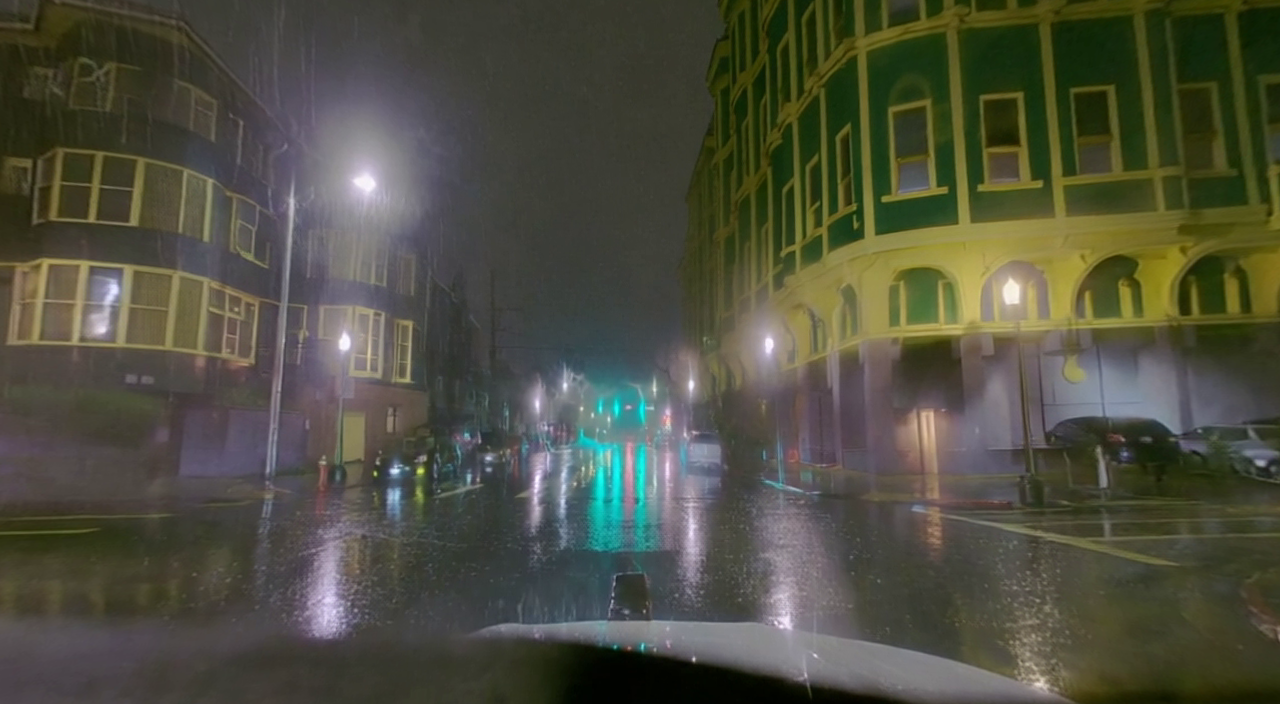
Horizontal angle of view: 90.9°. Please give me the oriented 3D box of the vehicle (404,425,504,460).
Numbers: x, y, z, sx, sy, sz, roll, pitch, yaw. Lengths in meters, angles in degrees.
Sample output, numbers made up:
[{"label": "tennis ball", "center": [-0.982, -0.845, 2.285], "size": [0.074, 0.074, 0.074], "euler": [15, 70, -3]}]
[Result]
[{"label": "vehicle", "center": [-11.441, 5.591, 38.875], "size": [5.540, 1.950, 2.113], "euler": [4, -12, -28]}]

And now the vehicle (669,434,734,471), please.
[{"label": "vehicle", "center": [2.529, 4.311, 27.153], "size": [2.290, 1.456, 4.503], "euler": [0, -8, -1]}]

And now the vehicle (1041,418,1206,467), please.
[{"label": "vehicle", "center": [15.330, 2.897, 20.142], "size": [3.752, 1.453, 1.709], "euler": [0, -9, 2]}]
